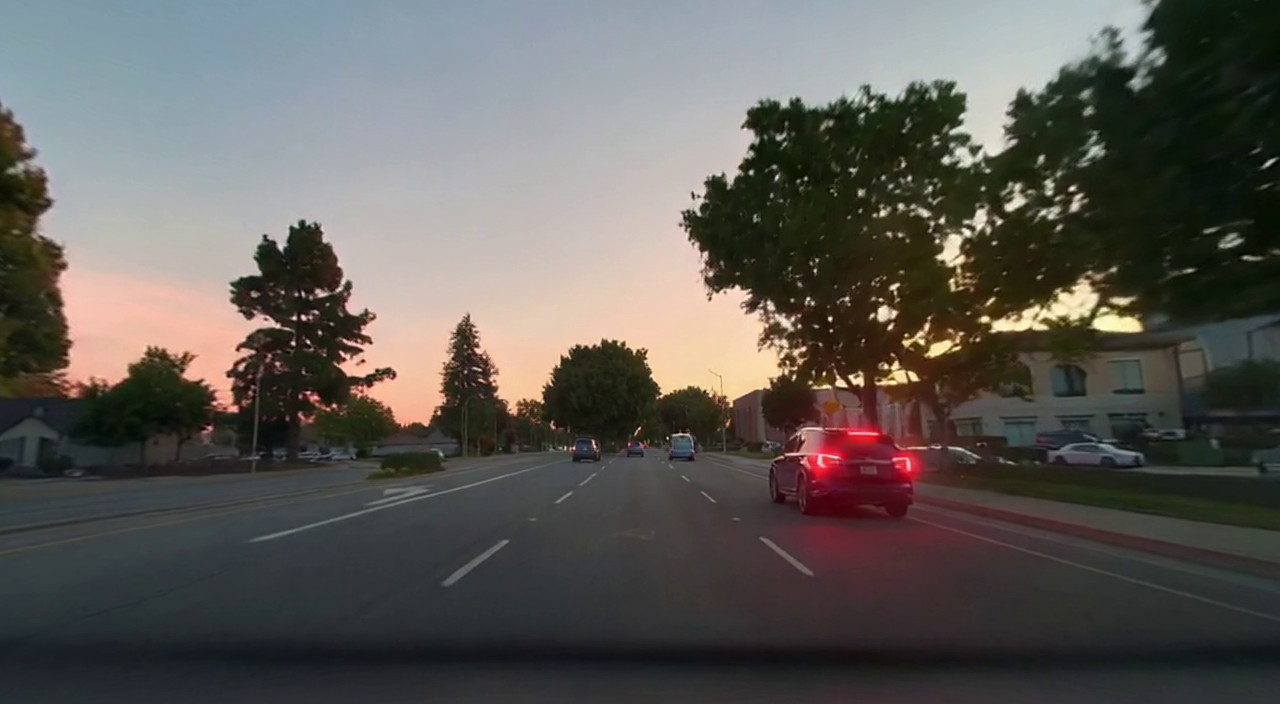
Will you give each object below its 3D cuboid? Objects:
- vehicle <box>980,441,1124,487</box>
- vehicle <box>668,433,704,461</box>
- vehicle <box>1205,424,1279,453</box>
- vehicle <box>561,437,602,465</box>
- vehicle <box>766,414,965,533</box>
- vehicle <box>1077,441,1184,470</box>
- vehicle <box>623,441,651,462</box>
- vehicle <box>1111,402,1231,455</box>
[{"bbox_3d":[16.379,4.453,25.290,4.407,1.494,1.799,-3,-8,0],"label":"vehicle"},{"bbox_3d":[3.402,7.123,47.456,2.197,2.034,4.667,1,-8,-2],"label":"vehicle"},{"bbox_3d":[43.686,6.173,44.992,5.684,1.930,2.025,2,-8,-13],"label":"vehicle"},{"bbox_3d":[-3.920,6.759,43.403,2.220,1.793,4.885,0,-8,1],"label":"vehicle"},{"bbox_3d":[3.899,2.177,11.907,2.060,1.816,4.343,0,-8,-1],"label":"vehicle"},{"bbox_3d":[28.073,5.923,36.267,4.413,1.580,2.028,0,-8,2],"label":"vehicle"},{"bbox_3d":[-0.247,7.502,47.832,2.074,1.463,4.016,0,-8,-1],"label":"vehicle"},{"bbox_3d":[36.893,5.369,43.973,5.871,3.300,2.842,-1,-10,-10],"label":"vehicle"}]
